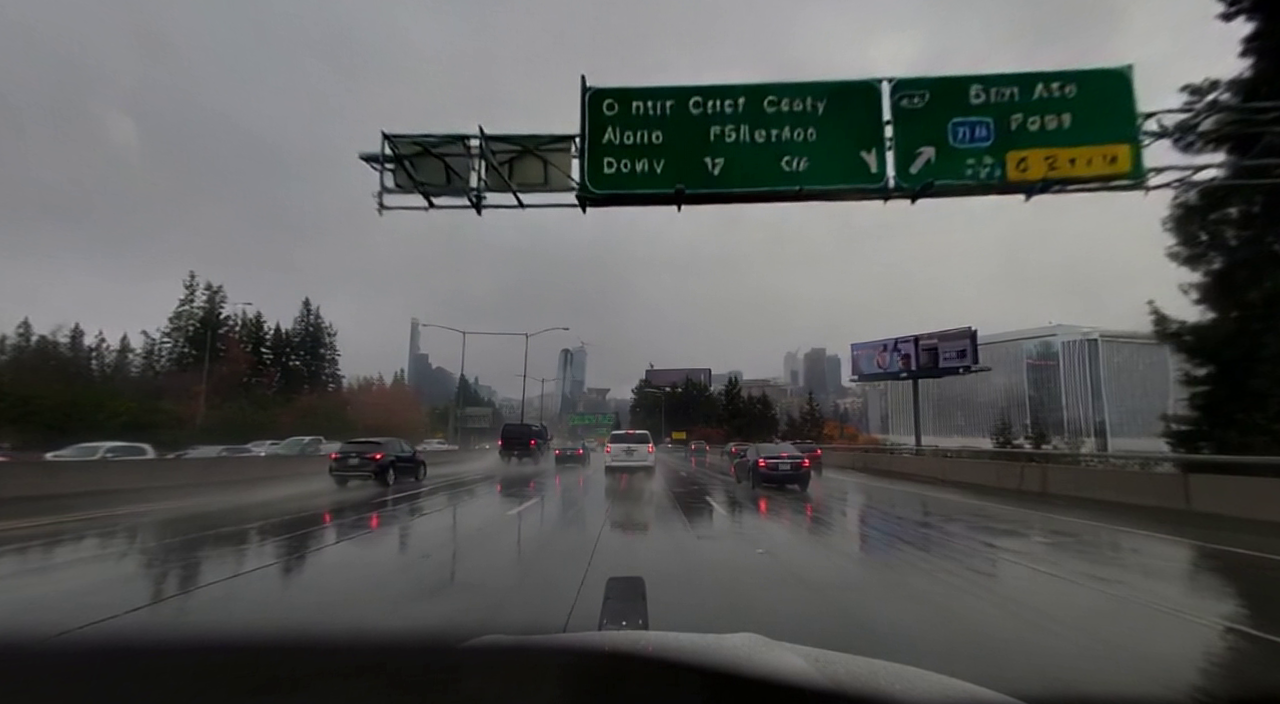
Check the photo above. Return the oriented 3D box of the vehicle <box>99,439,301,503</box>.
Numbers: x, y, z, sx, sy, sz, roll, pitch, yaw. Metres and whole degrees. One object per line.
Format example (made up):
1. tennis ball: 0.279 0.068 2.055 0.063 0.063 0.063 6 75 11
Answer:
1. vehicle: -11.228 3.034 16.616 1.970 1.441 4.555 0 -8 1

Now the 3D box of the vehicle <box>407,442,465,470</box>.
1. vehicle: -11.442 5.810 35.578 1.923 1.480 3.905 0 -8 0

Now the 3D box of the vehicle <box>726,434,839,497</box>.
1. vehicle: 3.702 3.027 17.283 1.942 1.487 4.518 0 -8 -1

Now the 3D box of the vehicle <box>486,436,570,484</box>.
1. vehicle: -3.841 3.794 22.488 2.079 1.499 4.512 0 -8 1

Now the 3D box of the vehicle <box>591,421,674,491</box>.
1. vehicle: -0.230 3.119 19.272 2.209 1.863 4.626 0 -8 -1

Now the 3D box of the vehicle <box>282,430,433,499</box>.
1. vehicle: -7.444 3.001 17.233 2.021 1.632 4.417 0 -8 1
